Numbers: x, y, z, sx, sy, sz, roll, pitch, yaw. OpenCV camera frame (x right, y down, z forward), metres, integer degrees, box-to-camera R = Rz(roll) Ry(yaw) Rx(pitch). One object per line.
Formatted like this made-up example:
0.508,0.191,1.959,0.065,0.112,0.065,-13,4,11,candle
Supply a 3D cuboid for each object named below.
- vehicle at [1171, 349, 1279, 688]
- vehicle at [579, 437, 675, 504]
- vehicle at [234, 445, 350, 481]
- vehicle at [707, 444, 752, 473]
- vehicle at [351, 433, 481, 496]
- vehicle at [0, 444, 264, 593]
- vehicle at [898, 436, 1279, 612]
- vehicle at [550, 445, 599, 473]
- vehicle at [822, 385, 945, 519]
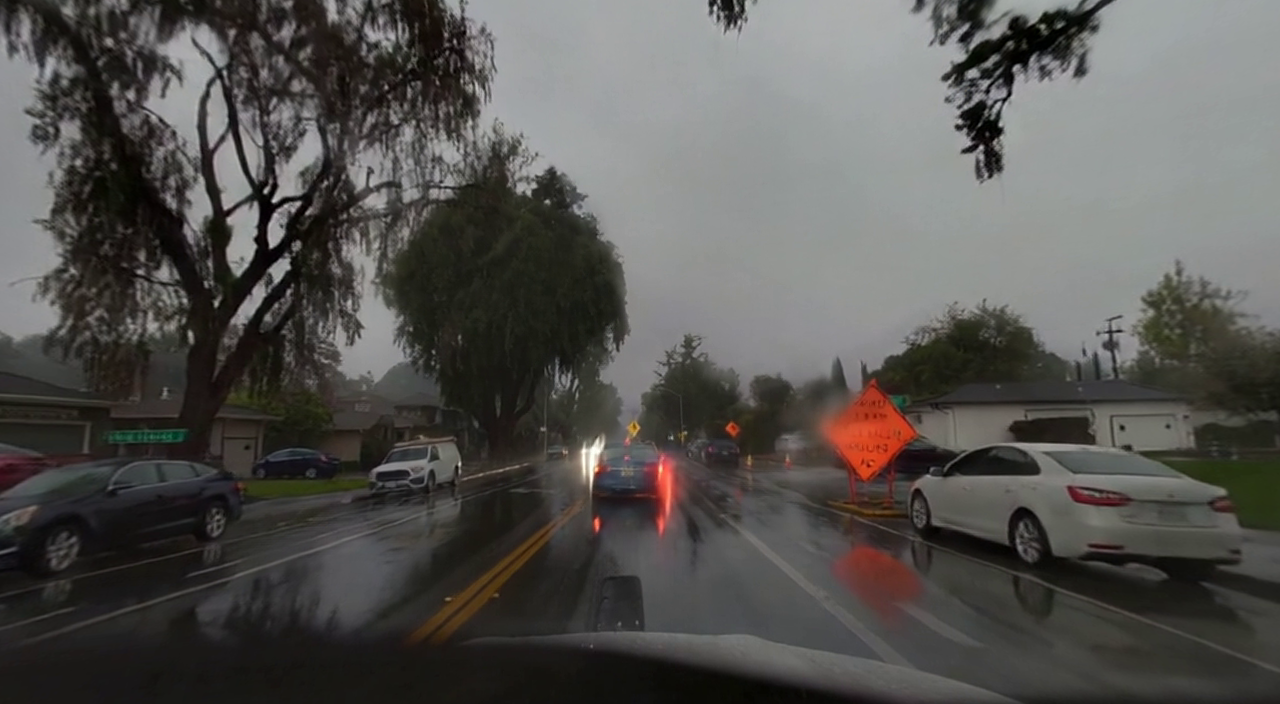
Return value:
4.857,0.624,1.331,2.279,1.946,5.925,0,-8,0,vehicle
-0.260,2.953,16.148,2.151,1.481,4.084,0,-9,1,vehicle
-16.665,5.324,30.307,4.468,1.517,1.796,-1,-9,-2,vehicle
4.913,5.877,35.059,1.985,1.481,4.116,0,-9,1,vehicle
-8.161,4.166,23.812,2.659,2.047,6.014,0,-9,0,vehicle
-8.009,2.229,9.422,2.036,1.676,4.440,0,-9,-1,vehicle
5.098,1.810,7.716,1.864,1.480,4.587,0,-9,-1,vehicle
-3.906,6.183,36.669,1.997,1.464,4.925,2,-9,-15,vehicle
5.252,2.177,13.937,1.409,2.648,2.645,0,-8,-4,vehicle
